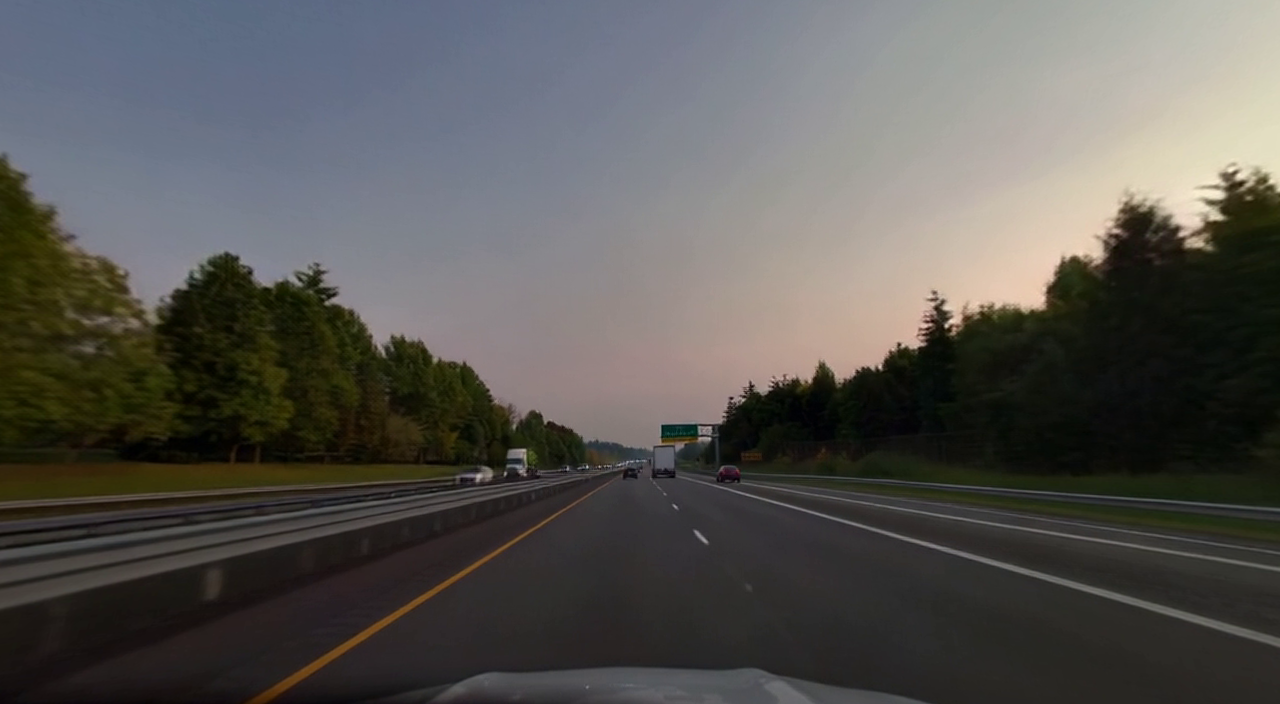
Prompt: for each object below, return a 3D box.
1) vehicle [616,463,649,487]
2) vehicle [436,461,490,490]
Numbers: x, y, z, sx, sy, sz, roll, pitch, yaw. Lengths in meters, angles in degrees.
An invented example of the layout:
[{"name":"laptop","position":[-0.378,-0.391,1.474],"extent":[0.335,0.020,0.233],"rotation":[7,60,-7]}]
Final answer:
[{"name":"vehicle","position":[-0.528,7.969,41.017],"extent":[2.025,1.452,3.927],"rotation":[1,-10,-1]},{"name":"vehicle","position":[-10.064,7.067,36.148],"extent":[1.892,1.497,3.878],"rotation":[1,-10,0]}]
